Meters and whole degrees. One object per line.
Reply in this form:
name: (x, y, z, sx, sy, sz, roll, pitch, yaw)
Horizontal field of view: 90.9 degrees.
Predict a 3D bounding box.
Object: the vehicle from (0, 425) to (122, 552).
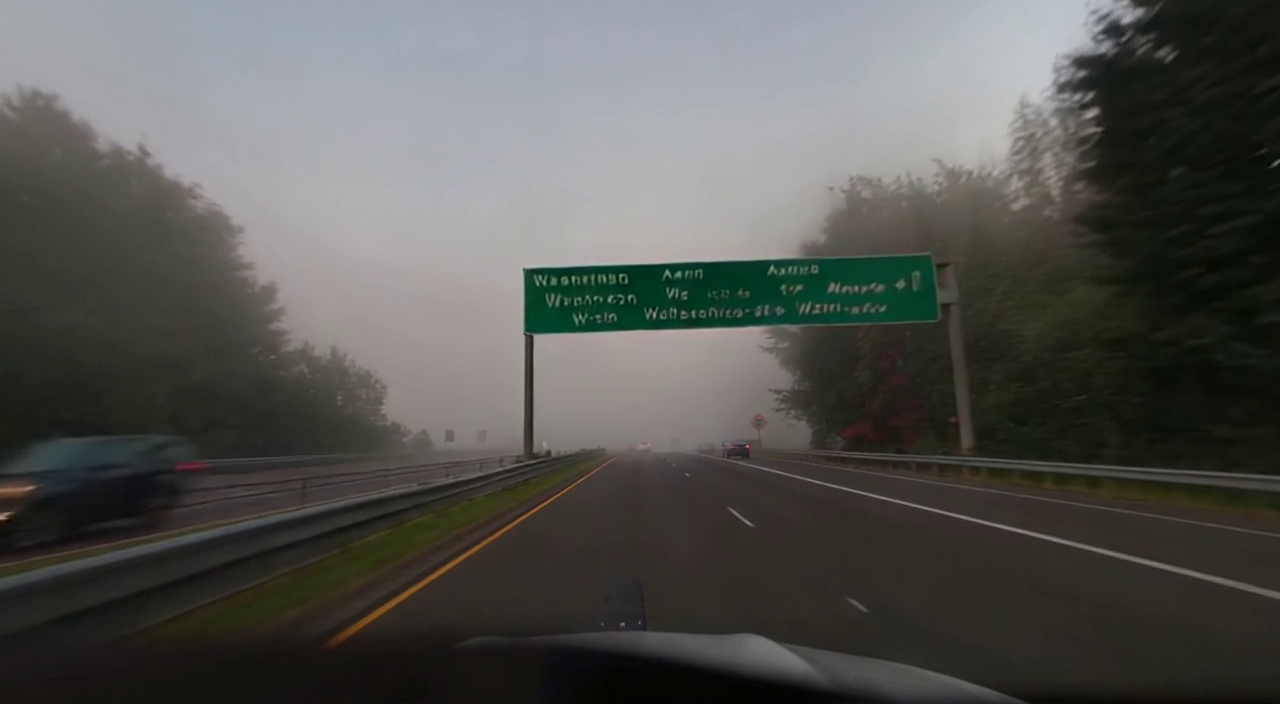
vehicle: (-8.672, 1.598, 7.324, 1.913, 1.513, 3.912, 1, -9, 0)
